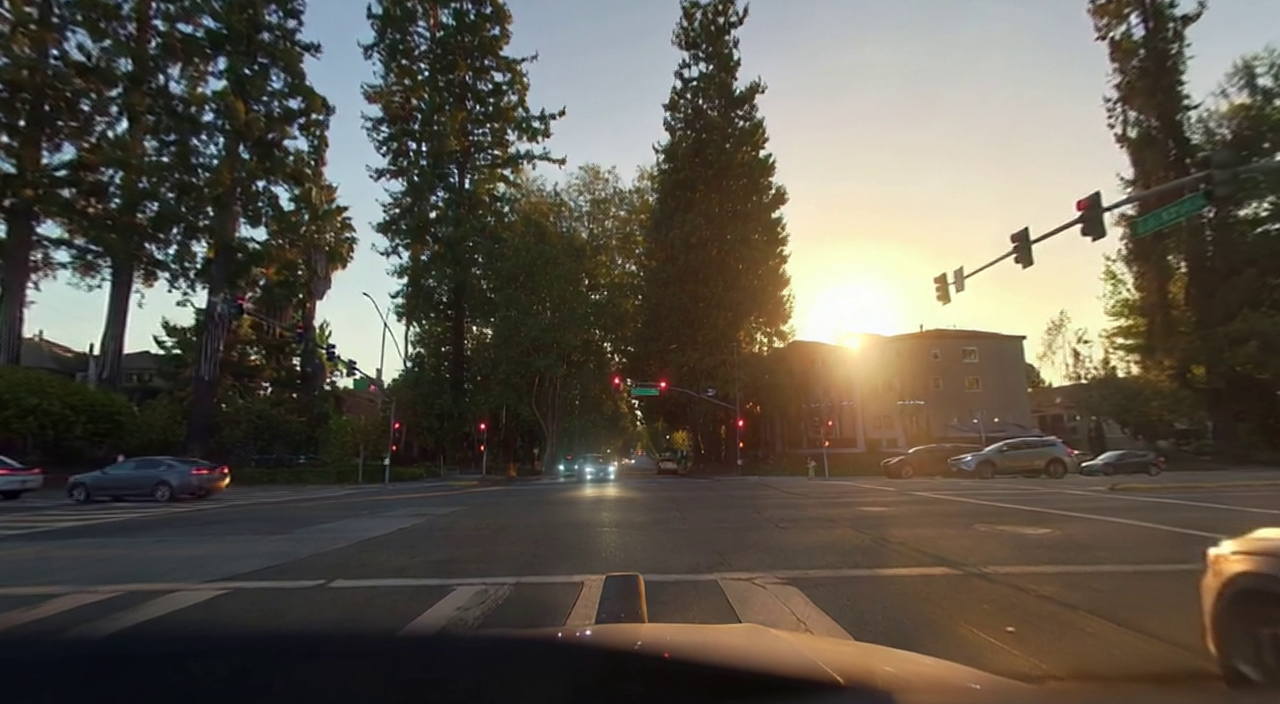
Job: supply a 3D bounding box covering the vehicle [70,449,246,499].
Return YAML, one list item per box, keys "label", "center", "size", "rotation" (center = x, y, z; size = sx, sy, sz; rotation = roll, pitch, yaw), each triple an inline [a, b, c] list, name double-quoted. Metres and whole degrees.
- label: "vehicle"
  center: [-18.730, 4.763, 24.795]
  size: [4.798, 1.763, 2.536]
  rotation: [0, -10, 0]

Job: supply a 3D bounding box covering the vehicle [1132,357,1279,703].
- label: "vehicle"
  center: [3.756, 0.668, 1.396]
  size: [2.227, 1.705, 4.719]
  rotation: [-2, -8, 11]

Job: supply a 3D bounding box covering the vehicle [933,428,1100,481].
- label: "vehicle"
  center: [17.651, 4.844, 29.925]
  size: [6.109, 2.348, 2.683]
  rotation: [0, -8, 0]

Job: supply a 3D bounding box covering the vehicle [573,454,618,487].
- label: "vehicle"
  center: [-2.761, 7.142, 38.324]
  size: [2.162, 1.740, 4.728]
  rotation: [1, -8, -10]
